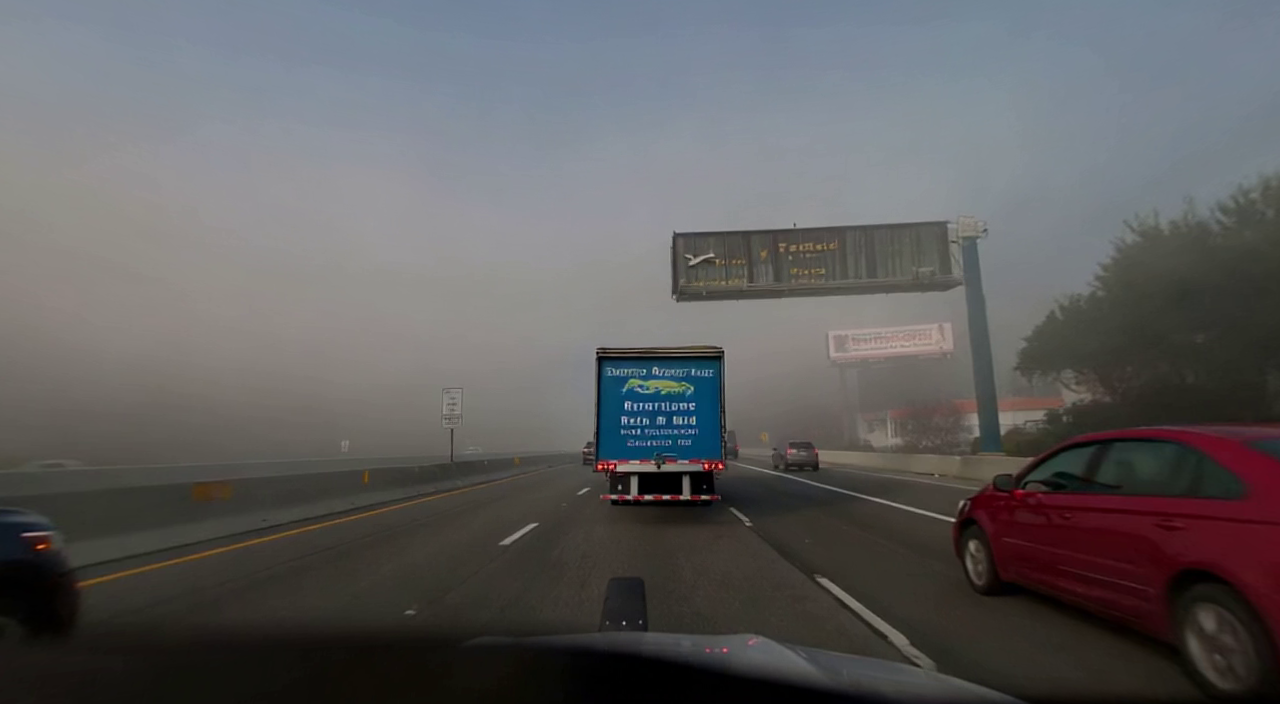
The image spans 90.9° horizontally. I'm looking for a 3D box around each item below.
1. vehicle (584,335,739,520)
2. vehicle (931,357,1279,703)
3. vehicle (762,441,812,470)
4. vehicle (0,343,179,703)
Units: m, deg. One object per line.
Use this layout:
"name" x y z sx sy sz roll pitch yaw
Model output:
"vehicle" 0.574 1.951 15.637 2.733 3.296 8.571 -1 -8 3
"vehicle" 3.851 1.033 3.877 2.066 1.692 4.339 0 -8 1
"vehicle" 8.102 5.707 35.022 1.931 1.495 3.889 0 -8 1
"vehicle" -3.799 0.663 1.403 2.030 1.757 4.509 0 -8 1
